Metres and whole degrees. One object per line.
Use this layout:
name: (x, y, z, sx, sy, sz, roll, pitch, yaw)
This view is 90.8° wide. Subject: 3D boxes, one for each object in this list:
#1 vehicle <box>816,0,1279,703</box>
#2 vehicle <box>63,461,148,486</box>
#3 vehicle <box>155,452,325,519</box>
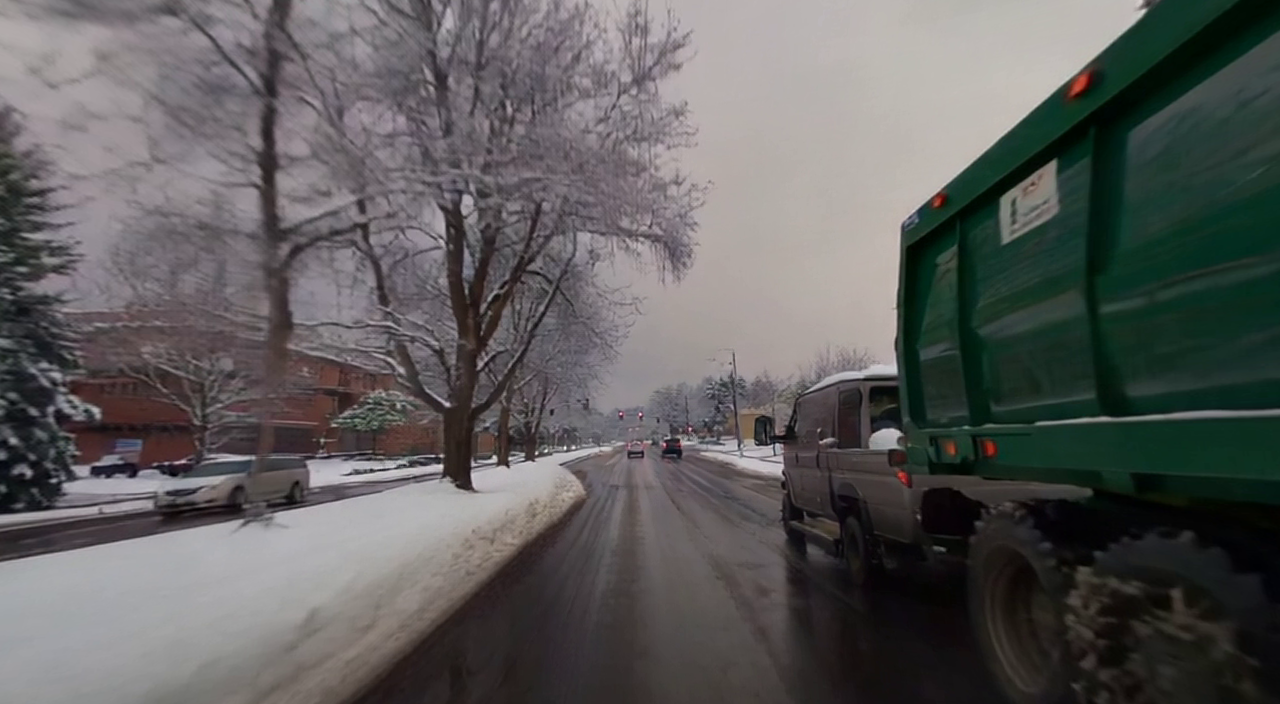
vehicle: (3.932, 0.146, 3.455, 2.731, 3.407, 10.262, 0, -8, -1)
vehicle: (-36.249, 8.258, 43.009, 1.828, 1.470, 4.423, 0, -8, 0)
vehicle: (-13.594, 4.499, 22.106, 2.290, 1.943, 5.833, 0, -9, -2)
